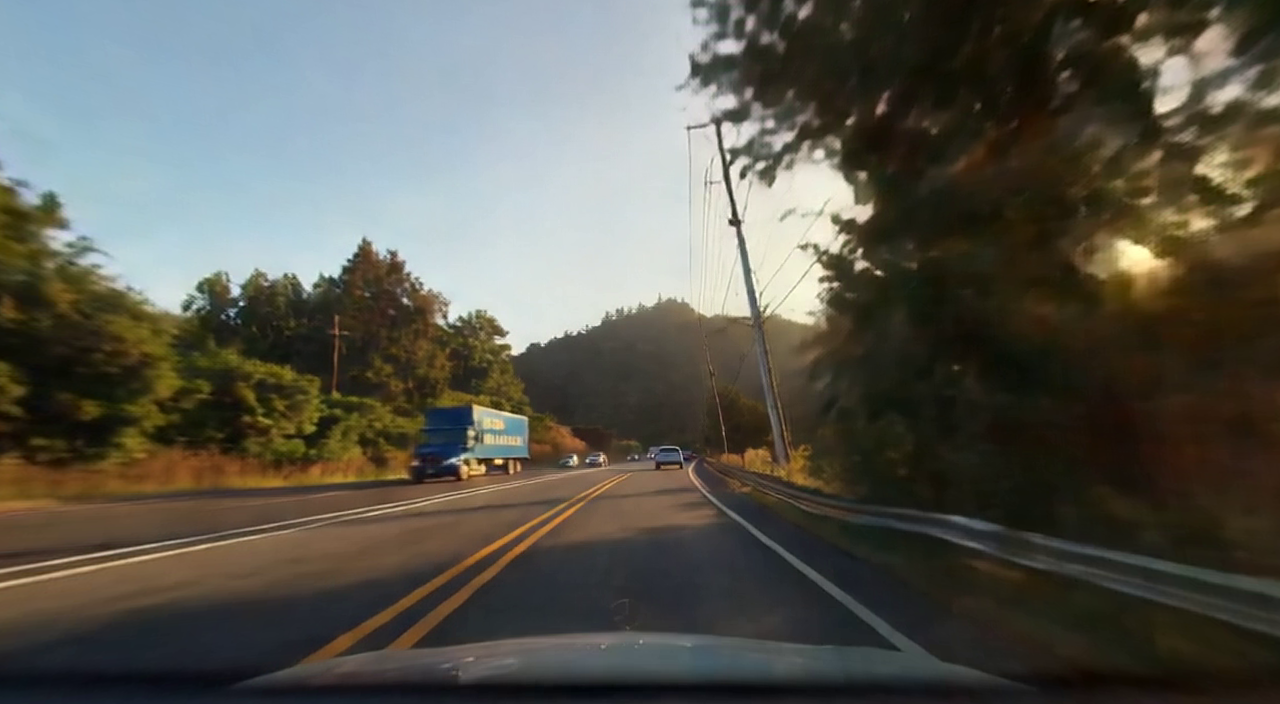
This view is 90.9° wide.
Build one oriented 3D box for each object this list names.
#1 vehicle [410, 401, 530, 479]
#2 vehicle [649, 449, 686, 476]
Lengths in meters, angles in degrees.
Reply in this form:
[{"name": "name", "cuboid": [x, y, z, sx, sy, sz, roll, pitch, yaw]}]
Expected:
[{"name": "vehicle", "cuboid": [-9.293, 5.198, 36.436, 3.005, 3.782, 10.956, -1, -9, 5]}, {"name": "vehicle", "cuboid": [1.626, 6.527, 37.356, 2.080, 1.486, 3.813, -1, -9, 3]}]
